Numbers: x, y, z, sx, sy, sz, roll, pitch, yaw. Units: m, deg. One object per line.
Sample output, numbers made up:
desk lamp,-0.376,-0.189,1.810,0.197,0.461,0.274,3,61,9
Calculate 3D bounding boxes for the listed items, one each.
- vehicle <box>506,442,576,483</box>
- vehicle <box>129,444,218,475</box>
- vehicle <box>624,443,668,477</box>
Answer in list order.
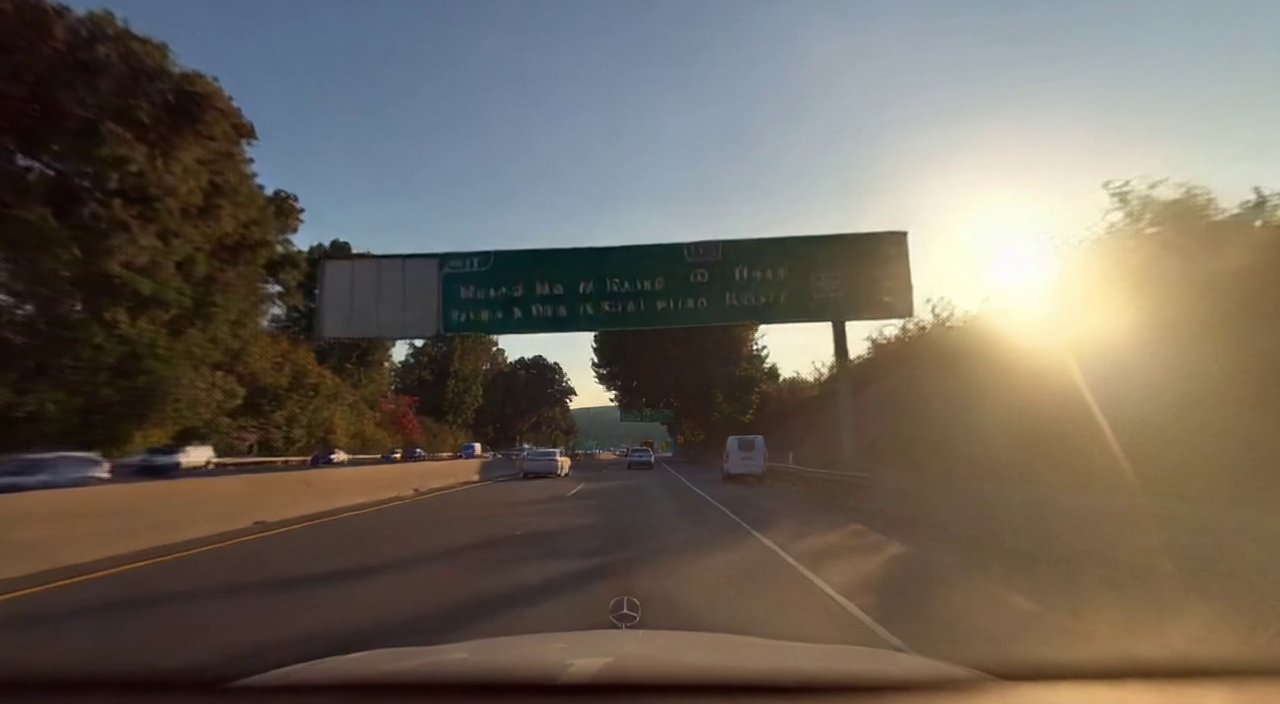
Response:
vehicle,-4.007,4.571,26.294,2.081,1.534,4.543,0,-9,1
vehicle,-28.993,6.675,39.358,1.928,1.822,4.731,0,-9,0
vehicle,0.283,5.047,29.560,1.960,1.456,3.818,0,-9,1
